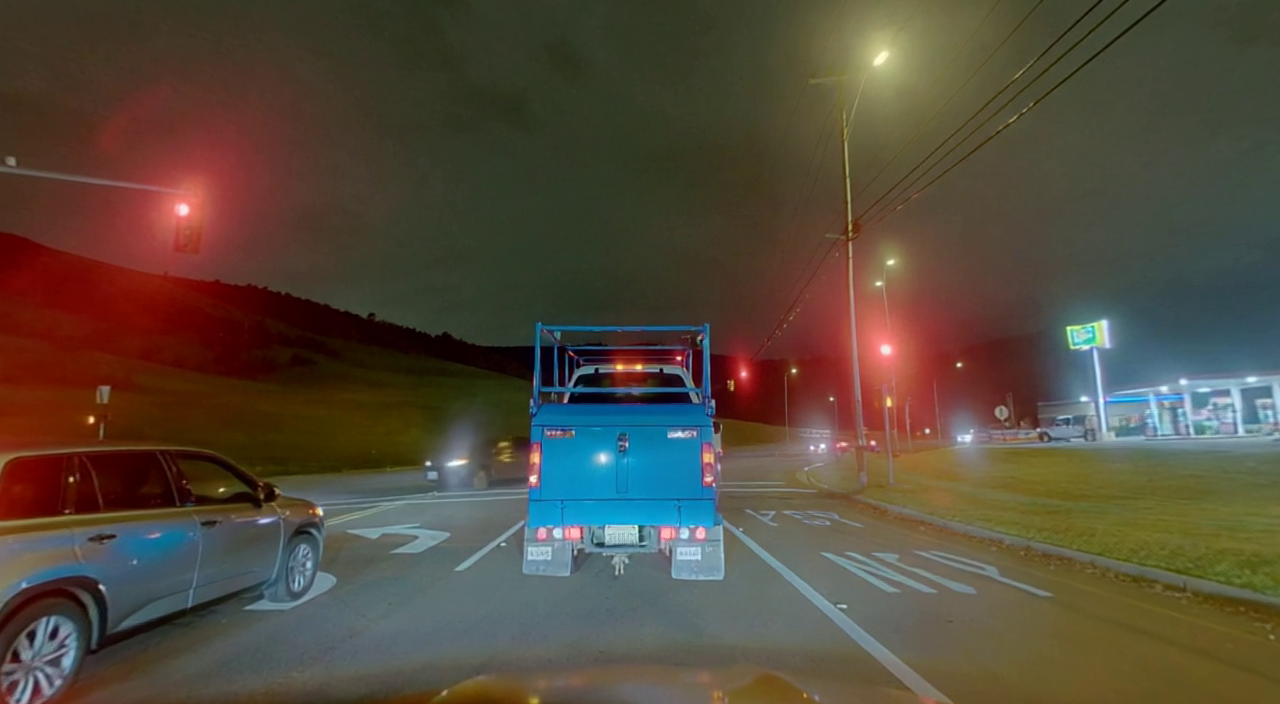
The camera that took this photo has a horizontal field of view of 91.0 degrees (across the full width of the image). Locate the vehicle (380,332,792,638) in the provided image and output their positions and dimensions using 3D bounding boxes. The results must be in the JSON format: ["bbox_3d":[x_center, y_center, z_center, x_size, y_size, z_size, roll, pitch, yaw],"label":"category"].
[{"bbox_3d":[-0.429,1.322,7.207,2.859,2.144,5.406,0,-9,-1],"label":"vehicle"}]

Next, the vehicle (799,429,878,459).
[{"bbox_3d":[14.200,6.555,44.756,6.346,1.917,2.360,8,-11,-42],"label":"vehicle"}]

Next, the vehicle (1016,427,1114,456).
[{"bbox_3d":[25.548,5.394,37.935,4.419,1.496,1.854,-2,-9,1],"label":"vehicle"}]

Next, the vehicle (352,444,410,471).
[{"bbox_3d":[-17.138,7.009,41.906,2.133,1.690,4.331,0,-9,-3],"label":"vehicle"}]

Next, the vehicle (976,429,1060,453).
[{"bbox_3d":[28.410,6.730,47.421,5.021,1.757,2.012,0,-8,0],"label":"vehicle"}]

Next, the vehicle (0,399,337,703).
[{"bbox_3d":[-3.965,1.188,3.979,2.017,1.555,4.150,-1,-9,0],"label":"vehicle"}]
